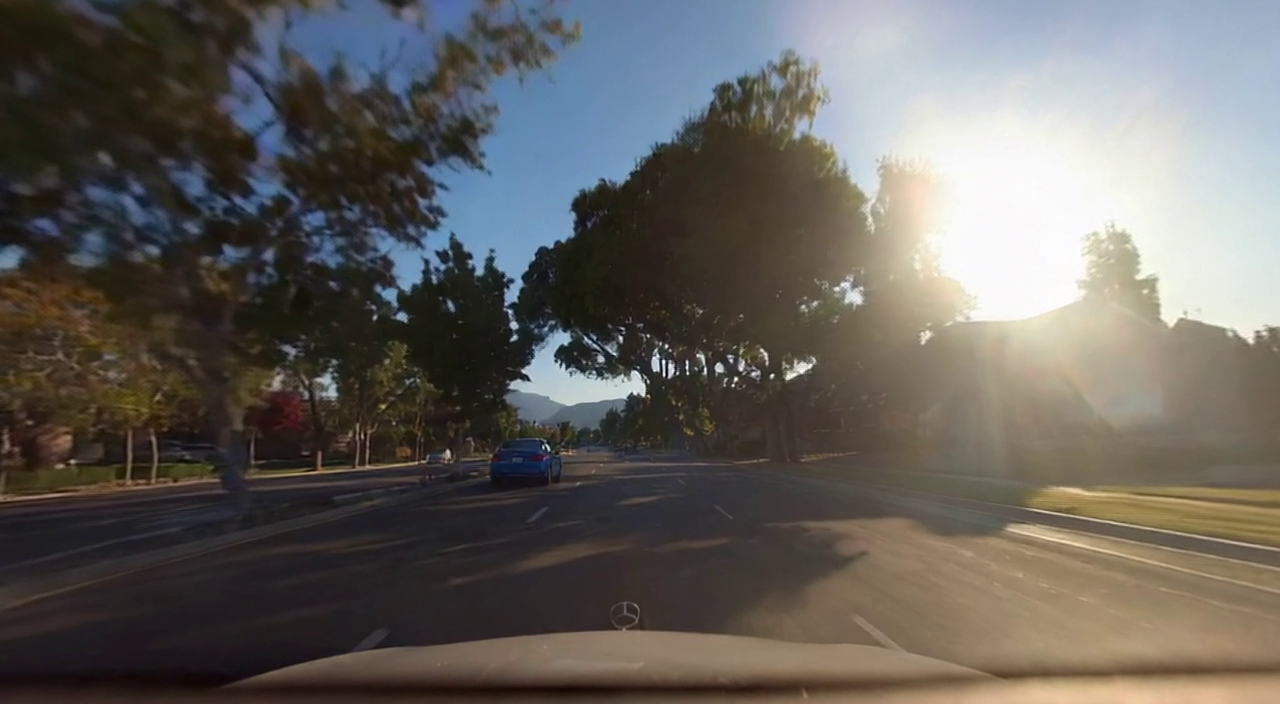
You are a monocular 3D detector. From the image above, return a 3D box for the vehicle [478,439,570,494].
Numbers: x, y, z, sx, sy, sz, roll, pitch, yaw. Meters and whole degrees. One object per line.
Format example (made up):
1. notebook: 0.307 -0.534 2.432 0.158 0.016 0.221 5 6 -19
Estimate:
1. vehicle: -3.401 3.422 19.384 2.005 1.477 4.169 0 -8 0
